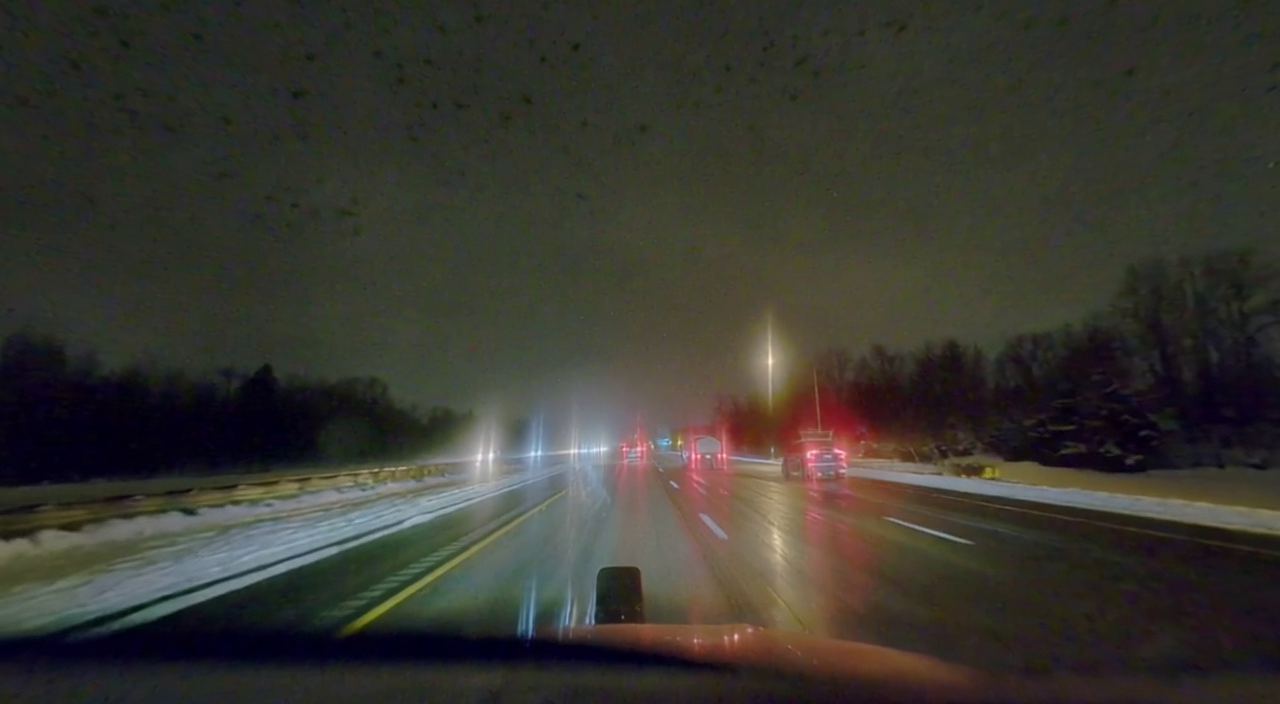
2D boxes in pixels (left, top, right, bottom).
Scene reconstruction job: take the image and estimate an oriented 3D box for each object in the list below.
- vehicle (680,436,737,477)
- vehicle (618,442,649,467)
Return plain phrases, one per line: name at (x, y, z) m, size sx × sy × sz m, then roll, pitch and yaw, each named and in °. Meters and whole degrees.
vehicle at (3.267, 5.102, 30.936) m, size 2.269 × 1.839 × 4.554 m, roll 0°, pitch -9°, yaw -1°
vehicle at (-0.432, 7.453, 45.919) m, size 2.142 × 1.664 × 4.076 m, roll 0°, pitch -9°, yaw 1°
